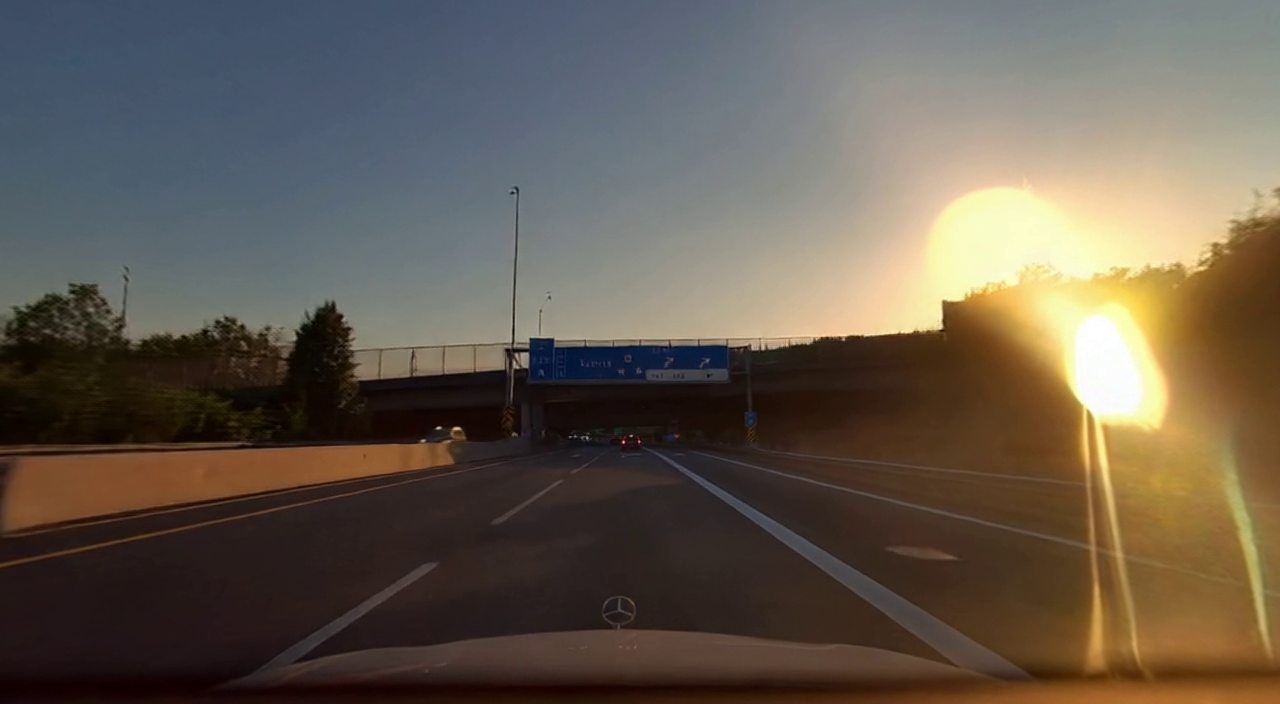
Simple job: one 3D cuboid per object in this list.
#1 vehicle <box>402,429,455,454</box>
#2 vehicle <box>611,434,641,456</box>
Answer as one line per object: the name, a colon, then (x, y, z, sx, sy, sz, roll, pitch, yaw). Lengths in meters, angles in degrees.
vehicle: (-13.595, 5.779, 40.656, 1.964, 1.536, 4.460, 0, -8, -1)
vehicle: (-1.003, 6.716, 45.378, 2.025, 1.519, 3.924, 0, -8, -1)
